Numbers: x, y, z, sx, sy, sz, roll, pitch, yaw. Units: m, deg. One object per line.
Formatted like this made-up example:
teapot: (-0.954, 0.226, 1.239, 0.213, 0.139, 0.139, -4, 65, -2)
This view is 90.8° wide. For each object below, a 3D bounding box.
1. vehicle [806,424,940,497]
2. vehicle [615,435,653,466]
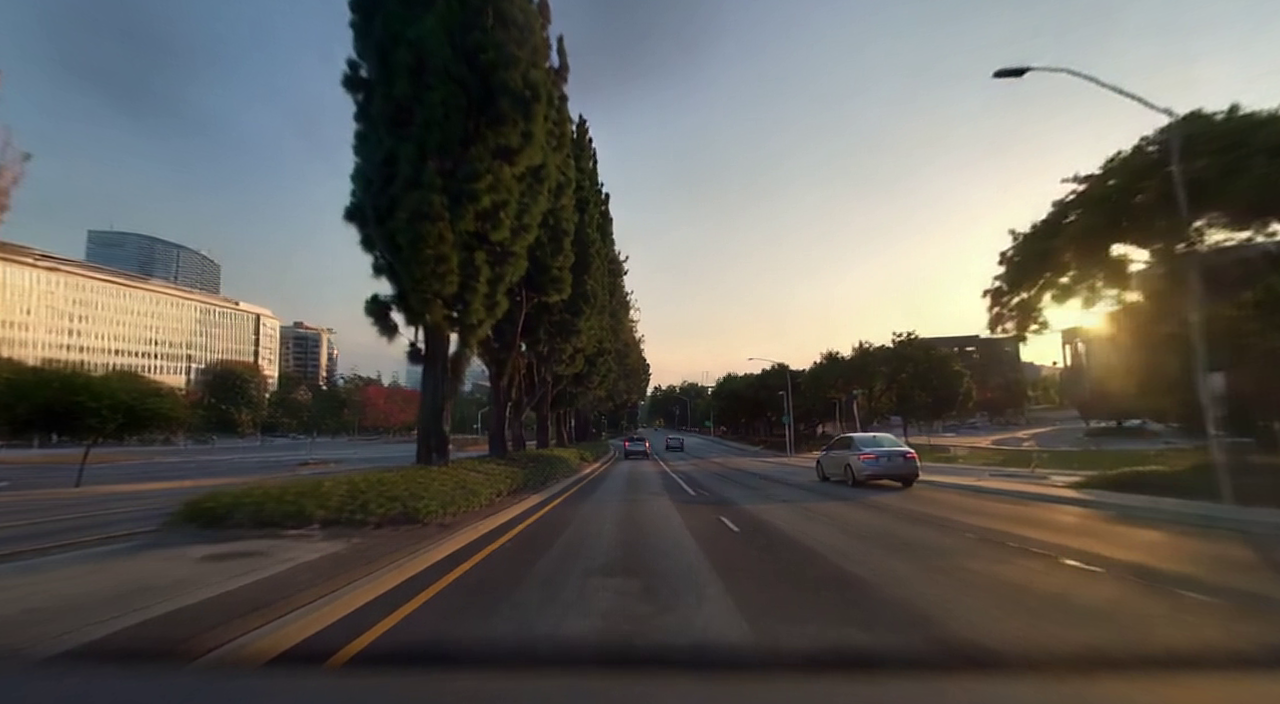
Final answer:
vehicle: (6.501, 3.087, 18.285, 2.026, 1.804, 4.565, 0, -8, -1)
vehicle: (-0.321, 6.026, 38.779, 2.193, 1.794, 4.457, 0, -8, 0)
